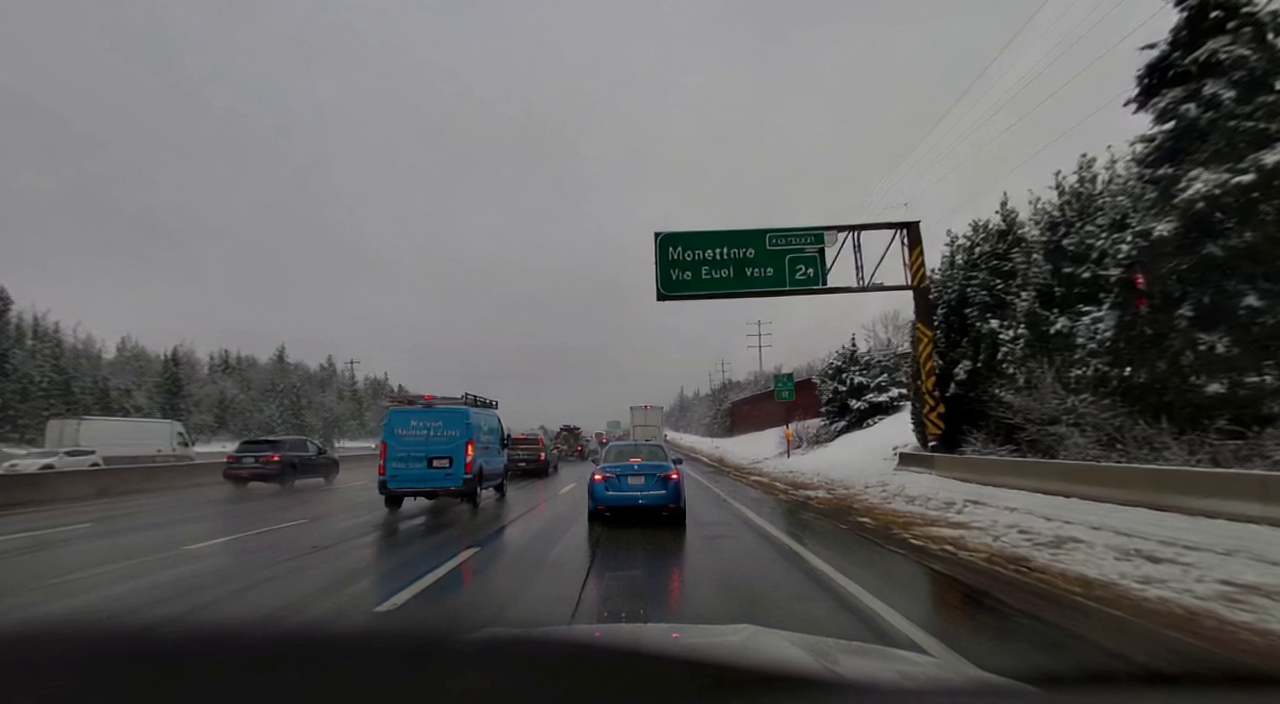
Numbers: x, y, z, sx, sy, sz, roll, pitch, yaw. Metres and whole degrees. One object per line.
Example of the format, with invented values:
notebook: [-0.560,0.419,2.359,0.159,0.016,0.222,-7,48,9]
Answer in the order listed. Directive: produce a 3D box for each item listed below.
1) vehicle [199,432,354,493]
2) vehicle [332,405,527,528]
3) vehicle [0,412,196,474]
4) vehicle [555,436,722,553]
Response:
vehicle: [-11.393,3.478,20.192,2.000,1.695,4.806,0,-8,1]
vehicle: [-3.780,2.158,12.360,2.142,1.952,4.556,0,-8,1]
vehicle: [-37.341,6.402,44.156,2.933,3.731,11.455,-1,-8,5]
vehicle: [-0.019,2.065,9.836,2.054,1.421,4.090,0,-8,0]
